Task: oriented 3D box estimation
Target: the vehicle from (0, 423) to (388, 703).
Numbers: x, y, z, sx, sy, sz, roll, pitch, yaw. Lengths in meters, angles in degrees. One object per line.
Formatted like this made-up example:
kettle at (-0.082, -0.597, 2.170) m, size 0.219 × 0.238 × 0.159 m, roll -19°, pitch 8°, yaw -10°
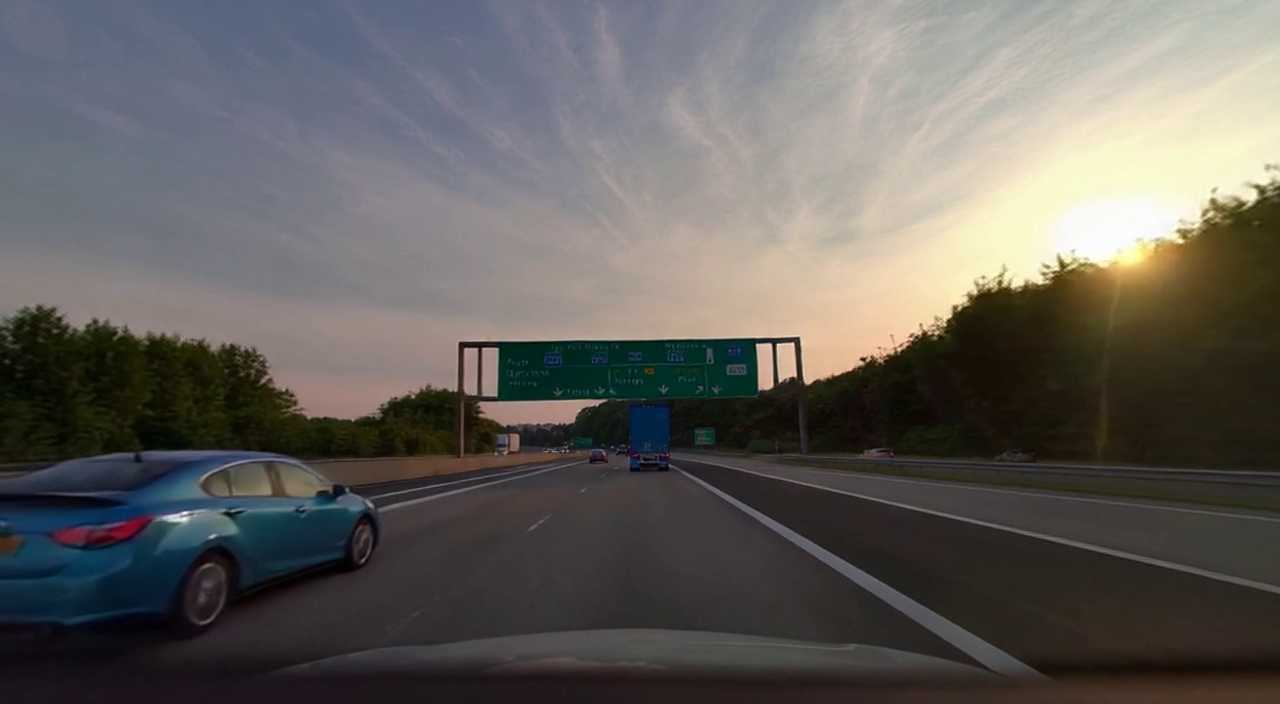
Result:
vehicle at (-3.985, 1.404, 5.188) m, size 1.931 × 1.466 × 4.458 m, roll 0°, pitch -9°, yaw 1°

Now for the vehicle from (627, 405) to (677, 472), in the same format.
vehicle at (0.768, 6.065, 43.650) m, size 3.022 × 4.072 × 10.318 m, roll 0°, pitch -9°, yaw 0°
